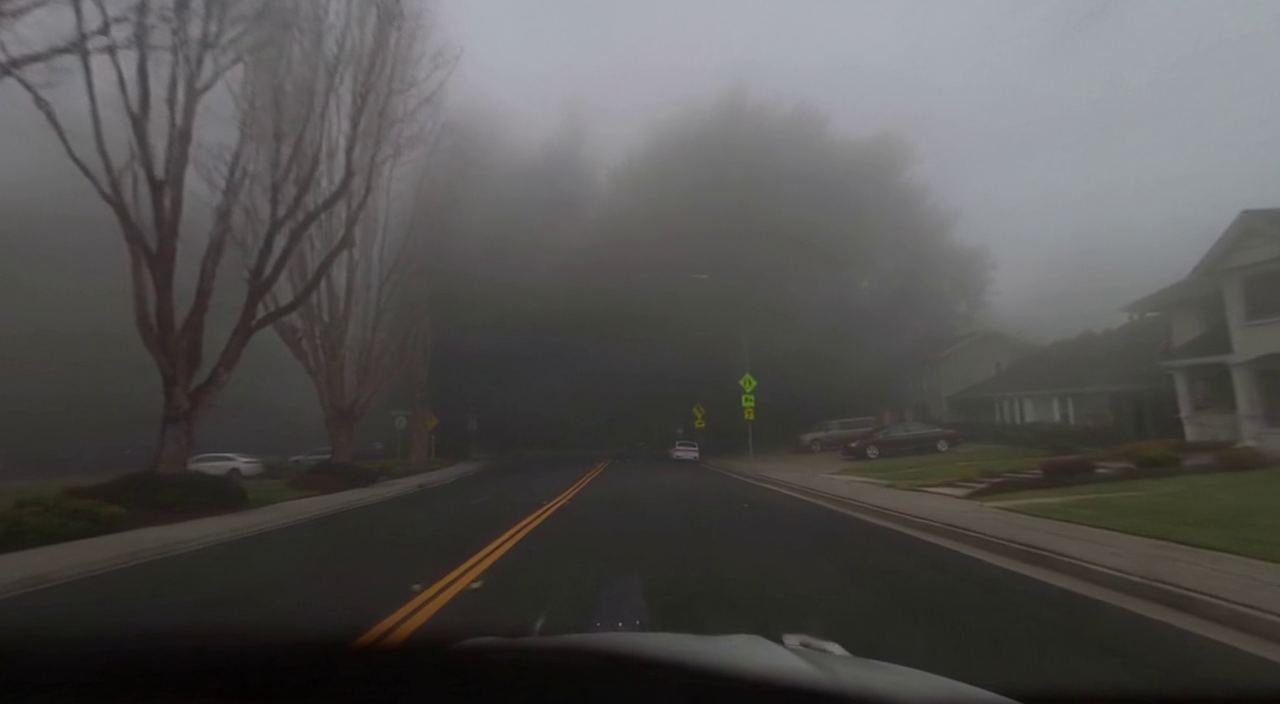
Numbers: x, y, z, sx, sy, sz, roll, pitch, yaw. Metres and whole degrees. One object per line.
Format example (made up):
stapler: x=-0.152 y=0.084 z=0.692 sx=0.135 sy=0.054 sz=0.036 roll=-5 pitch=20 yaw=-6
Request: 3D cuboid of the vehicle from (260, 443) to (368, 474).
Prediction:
vehicle: x=-19.872 y=6.444 z=38.728 sx=2.059 sy=1.746 sz=5.388 roll=-8 pitch=-11 yaw=42

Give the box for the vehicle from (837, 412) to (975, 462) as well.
vehicle: x=10.968 y=3.560 z=26.284 sx=4.750 sy=1.658 sz=1.902 roll=-4 pitch=-10 yaw=0

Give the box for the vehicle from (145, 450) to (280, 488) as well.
vehicle: x=-19.156 y=5.208 z=28.463 sx=4.691 sy=1.483 sz=1.955 roll=8 pitch=-12 yaw=-44

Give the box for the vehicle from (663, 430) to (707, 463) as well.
vehicle: x=2.782 y=6.006 z=40.207 sx=2.221 sy=1.892 sz=5.555 roll=0 pitch=-8 yaw=-2
